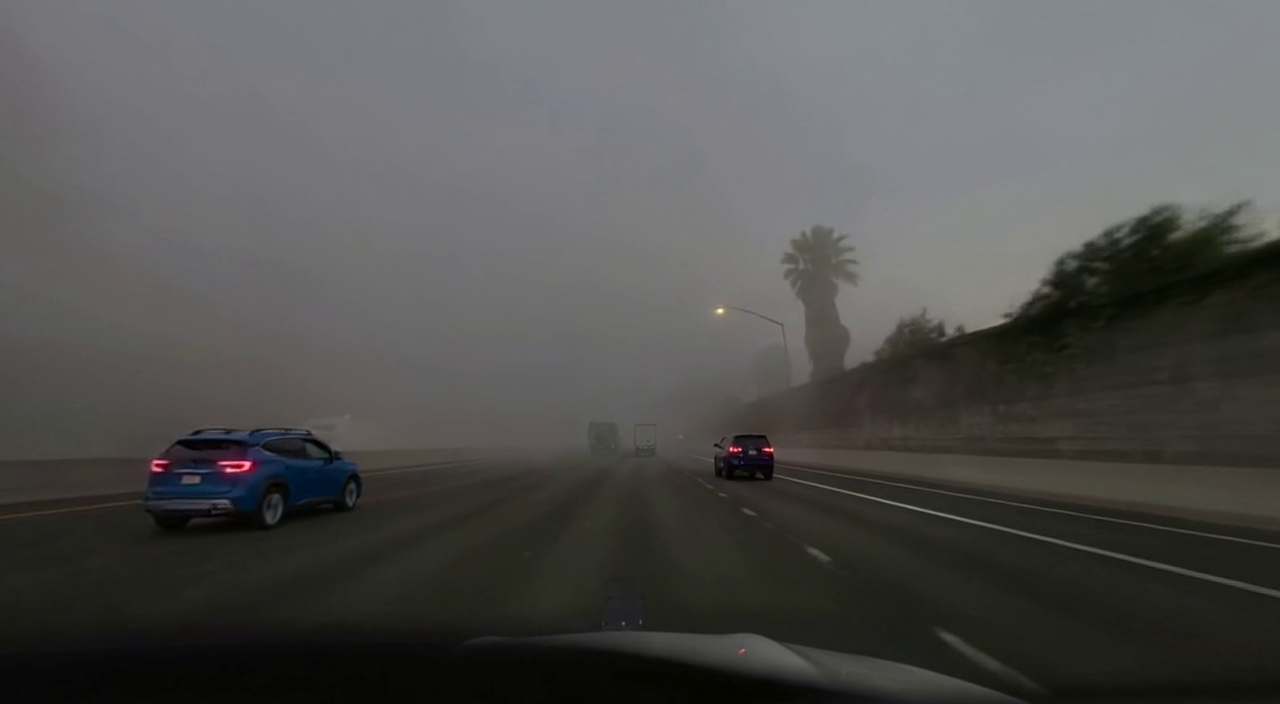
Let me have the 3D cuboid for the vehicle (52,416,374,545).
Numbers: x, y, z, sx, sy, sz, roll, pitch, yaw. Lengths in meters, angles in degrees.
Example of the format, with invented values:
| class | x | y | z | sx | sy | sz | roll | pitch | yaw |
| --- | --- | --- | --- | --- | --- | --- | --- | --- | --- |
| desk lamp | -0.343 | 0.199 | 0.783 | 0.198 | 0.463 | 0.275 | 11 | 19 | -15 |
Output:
| class | x | y | z | sx | sy | sz | roll | pitch | yaw |
| --- | --- | --- | --- | --- | --- | --- | --- | --- | --- |
| vehicle | -6.992 | 2.144 | 11.274 | 2.289 | 1.774 | 4.871 | 0 | -8 | 0 |

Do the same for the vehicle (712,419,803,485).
| class | x | y | z | sx | sy | sz | roll | pitch | yaw |
| --- | --- | --- | --- | --- | --- | --- | --- | --- | --- |
| vehicle | 4.226 | 3.722 | 23.753 | 2.408 | 2.210 | 4.999 | 0 | -8 | 0 |
